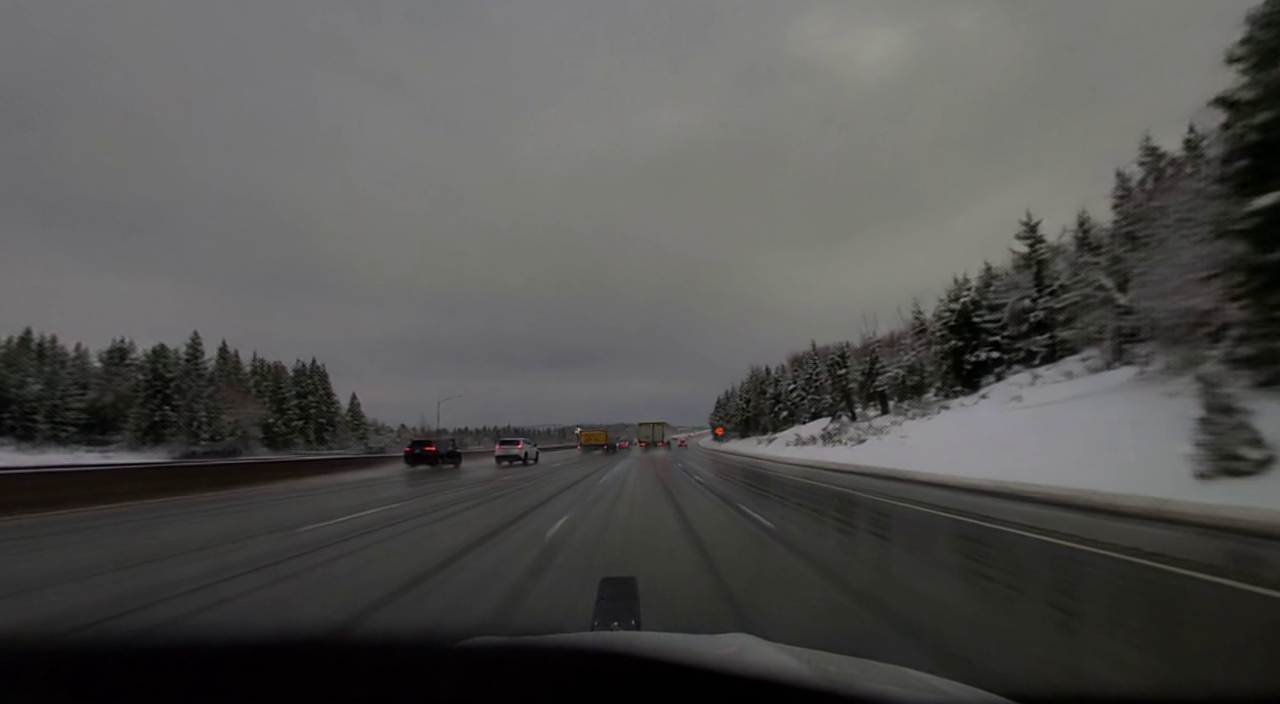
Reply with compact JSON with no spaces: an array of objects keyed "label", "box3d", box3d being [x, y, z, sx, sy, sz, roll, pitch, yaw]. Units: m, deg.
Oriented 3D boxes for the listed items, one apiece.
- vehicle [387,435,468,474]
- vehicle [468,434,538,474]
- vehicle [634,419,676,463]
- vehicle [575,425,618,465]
[{"label":"vehicle","box3d":[-10.373,5.053,31.338,2.080,1.777,5.450,0,-9,1]},{"label":"vehicle","box3d":[-6.659,5.045,31.426,2.206,1.838,4.889,-1,-9,2]},{"label":"vehicle","box3d":[1.042,6.324,44.714,2.768,2.854,6.757,0,-8,1]},{"label":"vehicle","box3d":[-2.909,6.387,43.256,2.328,2.519,5.238,-1,-8,3]}]
